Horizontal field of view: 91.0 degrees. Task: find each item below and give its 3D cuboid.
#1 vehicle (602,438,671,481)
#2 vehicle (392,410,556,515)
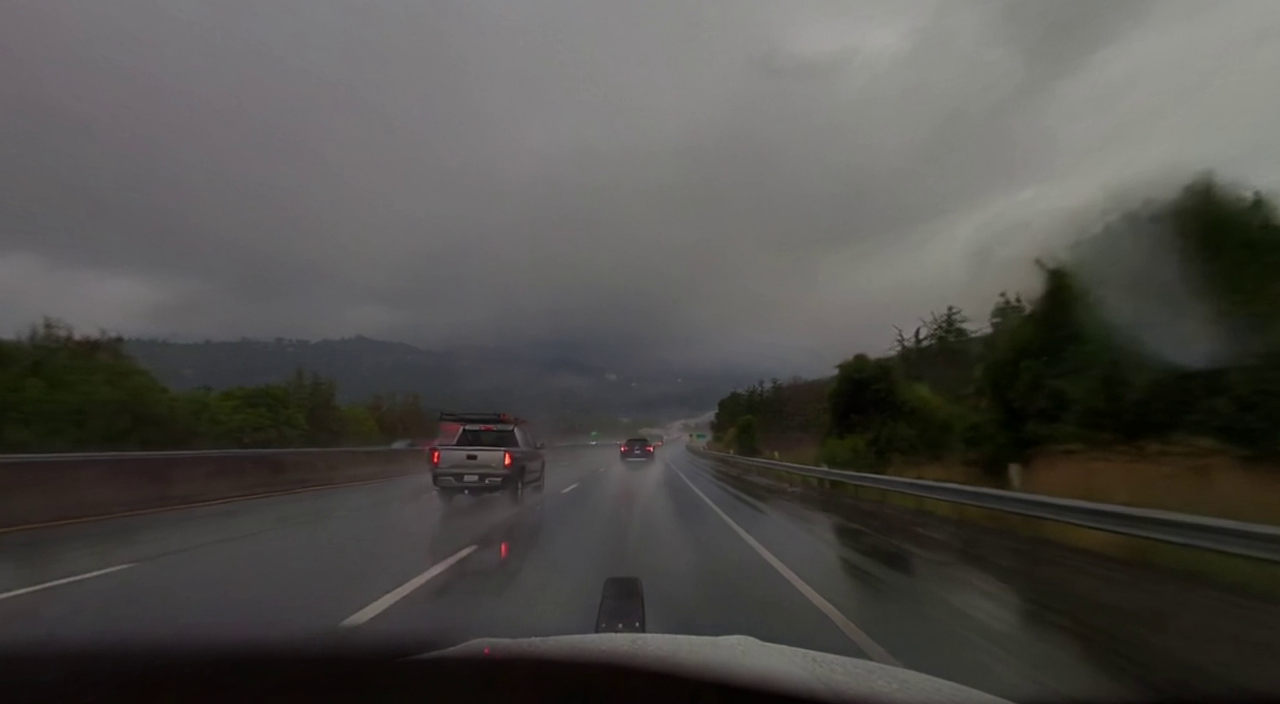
[{"bbox_3d":[-0.099,4.623,27.475,2.715,1.669,5.163,0,-9,1],"label":"vehicle"},{"bbox_3d":[-3.445,2.443,14.312,2.250,1.947,4.860,0,-9,2],"label":"vehicle"}]
